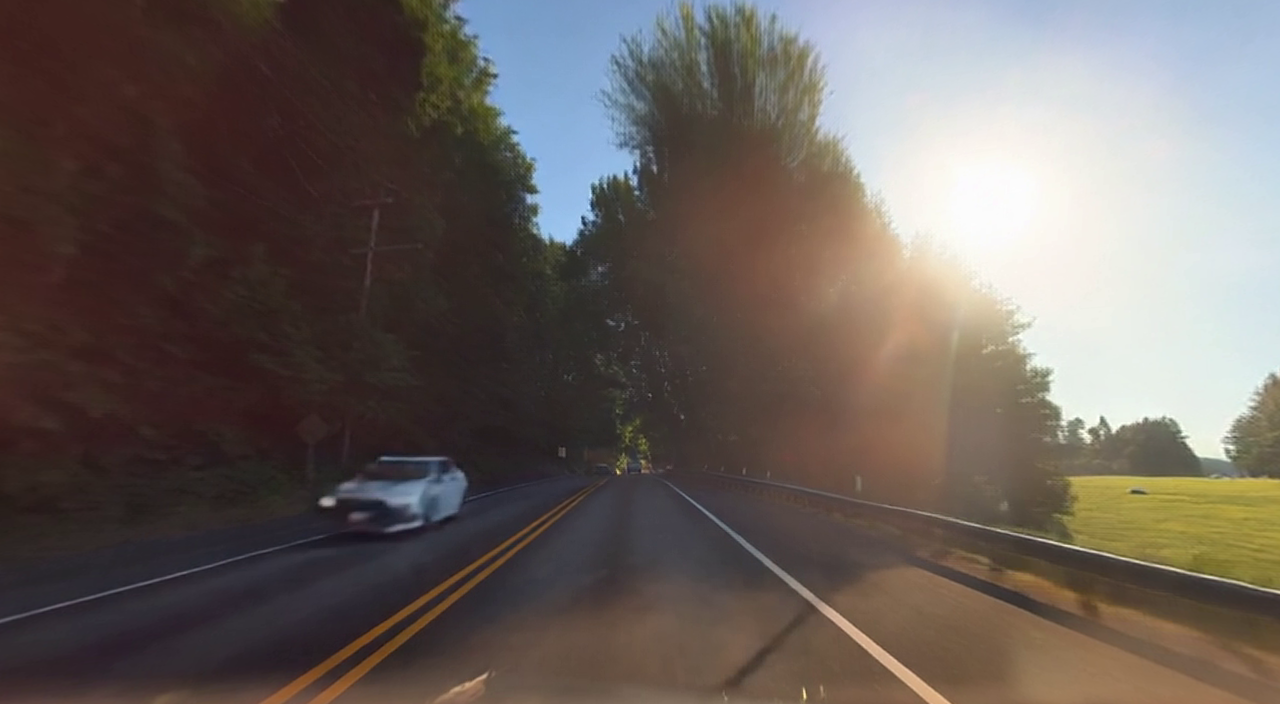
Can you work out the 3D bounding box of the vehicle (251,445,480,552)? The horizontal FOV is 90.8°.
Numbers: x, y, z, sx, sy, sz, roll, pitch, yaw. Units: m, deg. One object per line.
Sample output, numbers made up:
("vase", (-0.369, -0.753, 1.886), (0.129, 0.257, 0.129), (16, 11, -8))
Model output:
("vehicle", (-4.521, 2.439, 11.346), (2.080, 1.512, 4.450), (0, -8, 0))
